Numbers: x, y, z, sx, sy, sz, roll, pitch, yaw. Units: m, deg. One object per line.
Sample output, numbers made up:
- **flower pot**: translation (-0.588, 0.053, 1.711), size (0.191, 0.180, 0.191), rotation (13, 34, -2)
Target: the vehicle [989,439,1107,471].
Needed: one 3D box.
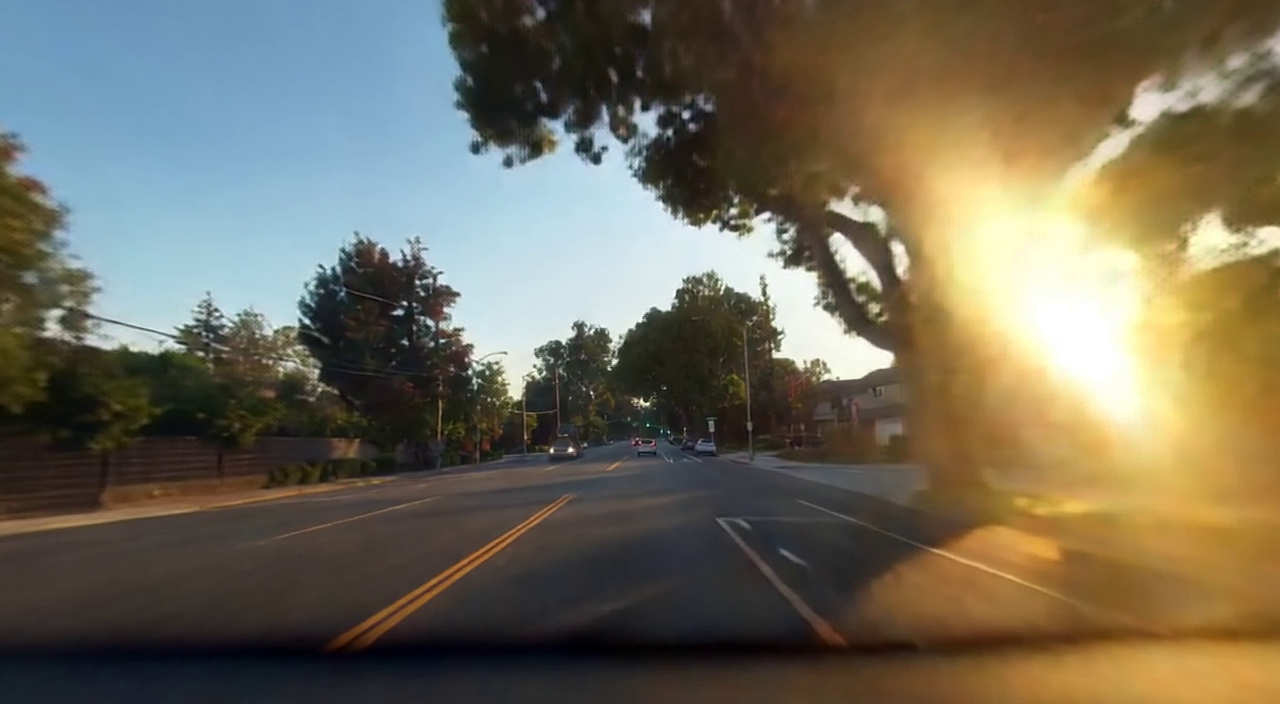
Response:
- **vehicle**: translation (21.013, 5.287, 32.425), size (4.849, 1.470, 2.041), rotation (0, -8, -7)

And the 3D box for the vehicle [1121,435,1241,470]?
- **vehicle**: translation (28.775, 5.391, 33.463), size (4.686, 1.536, 2.037), rotation (4, -11, -6)

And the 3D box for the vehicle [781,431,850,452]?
- **vehicle**: translation (13.809, 7.084, 49.565), size (4.674, 1.557, 2.288), rotation (1, -9, -5)
